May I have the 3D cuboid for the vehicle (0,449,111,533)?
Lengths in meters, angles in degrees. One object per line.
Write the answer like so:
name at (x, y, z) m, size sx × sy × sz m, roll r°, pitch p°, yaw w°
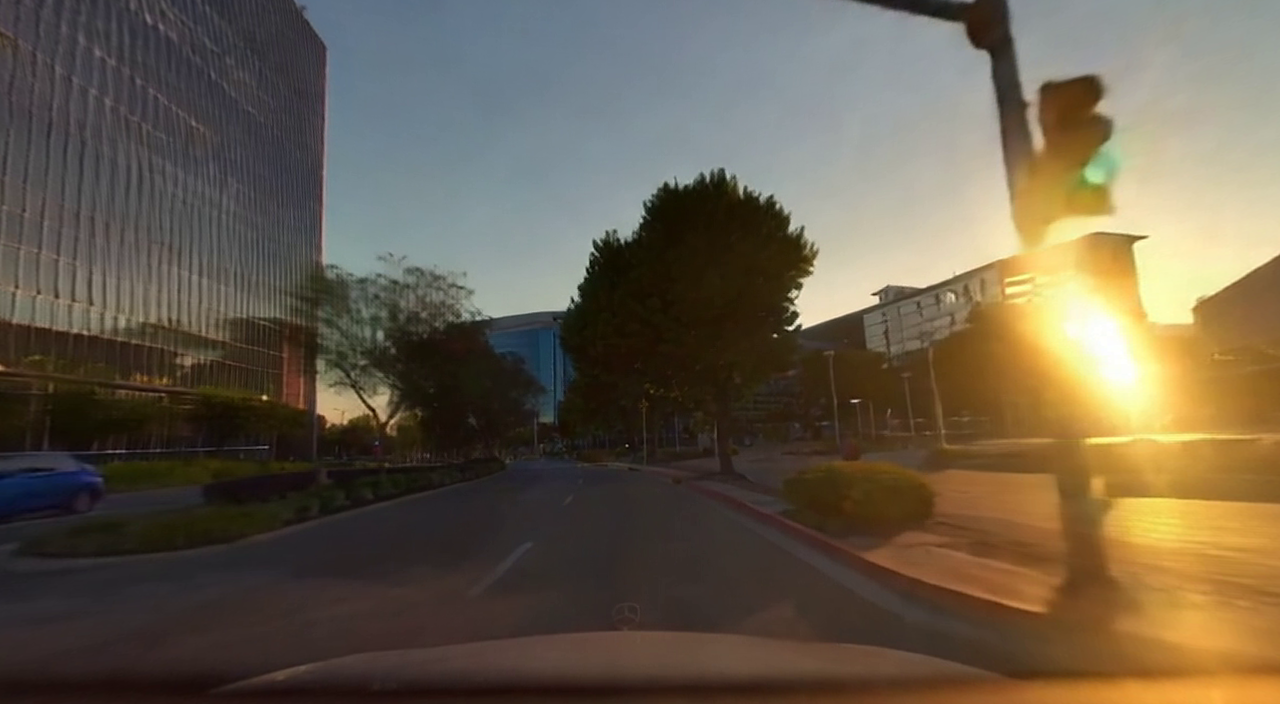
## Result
vehicle at (-12.683, 2.601, 11.833) m, size 1.906 × 1.502 × 4.396 m, roll 1°, pitch -8°, yaw -5°
